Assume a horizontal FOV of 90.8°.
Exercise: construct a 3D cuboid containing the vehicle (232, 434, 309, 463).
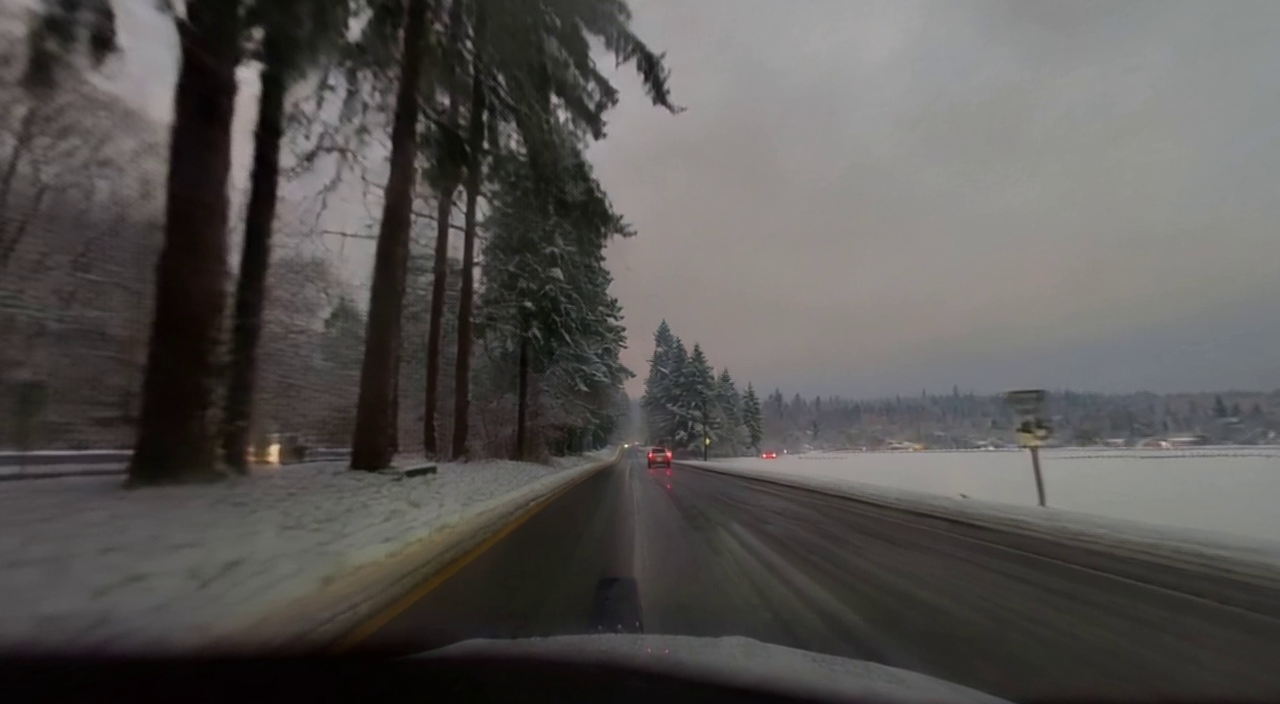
[{"bbox_3d":[-22.499,5.913,38.666,1.963,1.677,4.526,0,-9,0],"label":"vehicle"}]
